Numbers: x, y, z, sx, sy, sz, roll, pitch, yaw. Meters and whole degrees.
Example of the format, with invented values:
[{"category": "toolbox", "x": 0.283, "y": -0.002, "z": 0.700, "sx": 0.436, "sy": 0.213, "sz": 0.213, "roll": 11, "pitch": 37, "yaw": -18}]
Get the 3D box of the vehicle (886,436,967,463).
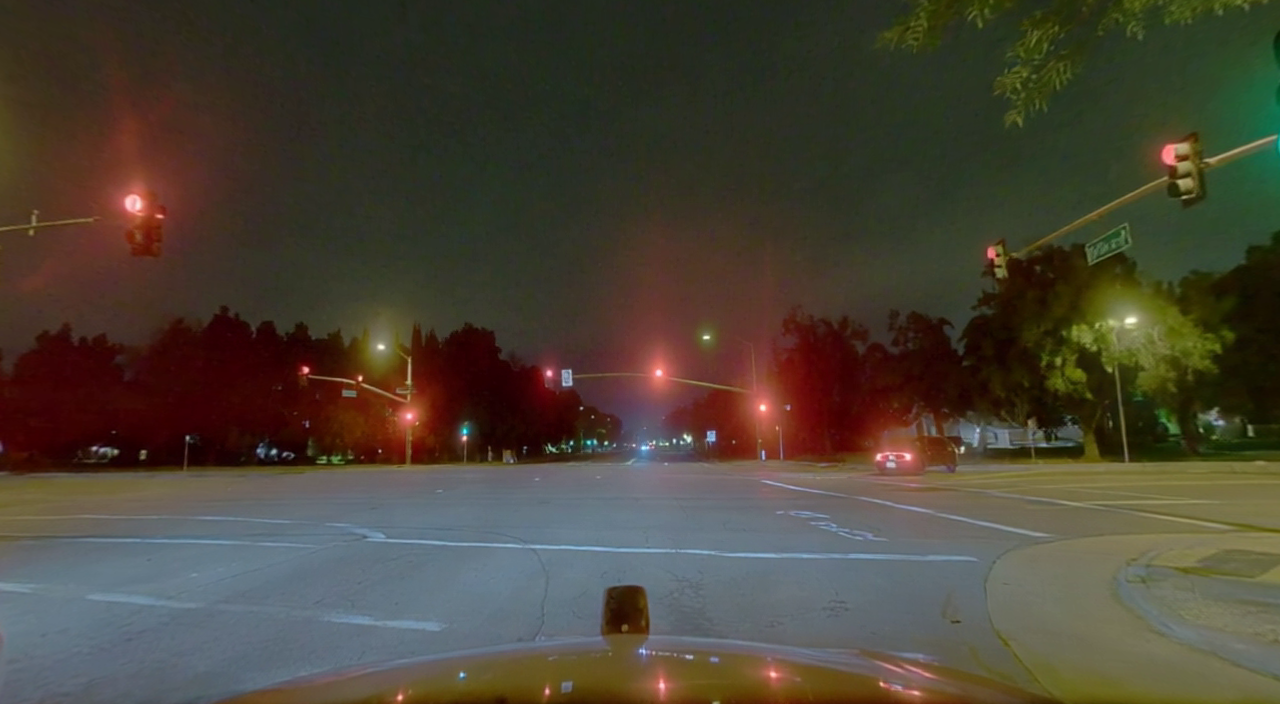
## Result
[{"category": "vehicle", "x": 16.109, "y": 5.506, "z": 35.586, "sx": 3.952, "sy": 1.468, "sz": 1.768, "roll": -4, "pitch": -9, "yaw": 22}]
